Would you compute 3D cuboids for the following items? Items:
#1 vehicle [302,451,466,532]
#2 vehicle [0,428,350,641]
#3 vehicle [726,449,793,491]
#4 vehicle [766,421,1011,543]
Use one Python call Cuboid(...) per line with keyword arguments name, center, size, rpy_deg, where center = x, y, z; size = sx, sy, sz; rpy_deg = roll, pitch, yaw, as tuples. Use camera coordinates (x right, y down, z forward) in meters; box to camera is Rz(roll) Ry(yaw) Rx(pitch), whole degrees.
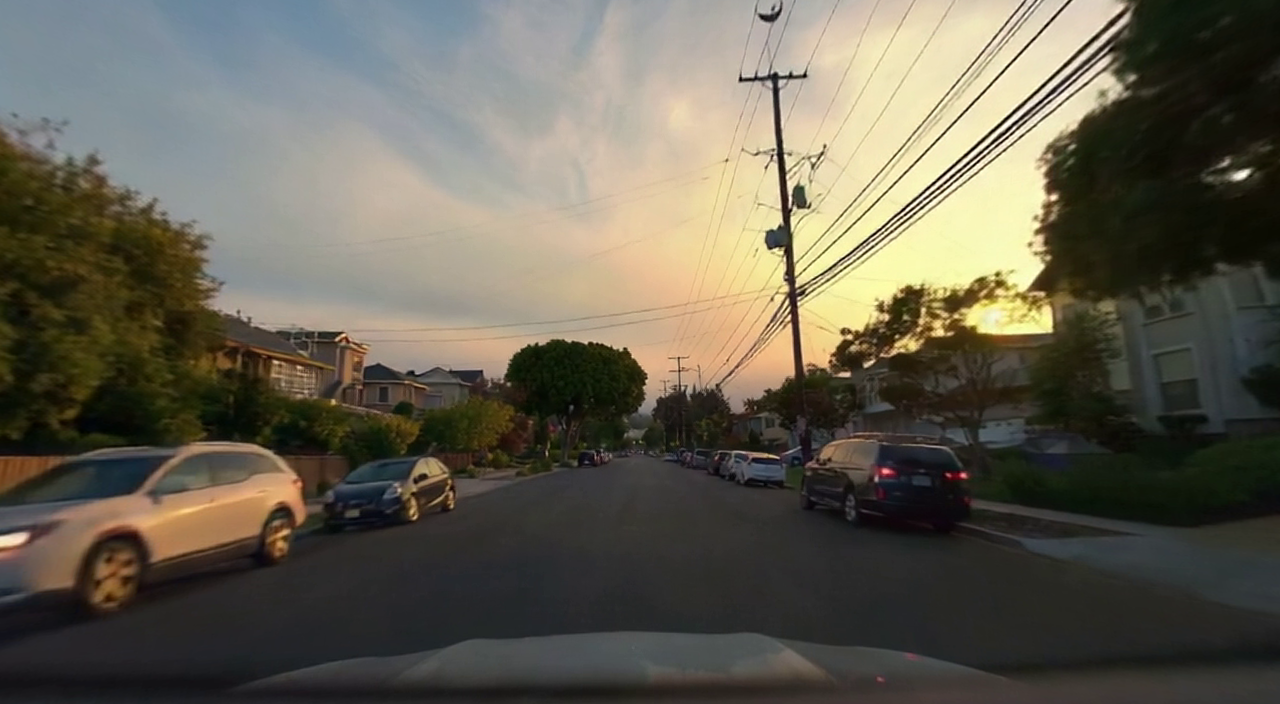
Cuboid(name="vehicle", center=(-5.443, 2.978, 14.144), size=(1.856, 1.499, 4.216), rpy_deg=(0, -9, 1))
Cuboid(name="vehicle", center=(-5.408, 1.783, 7.327), size=(1.971, 1.648, 4.638), rpy_deg=(0, -9, -2))
Cuboid(name="vehicle", center=(4.684, 4.678, 25.449), size=(1.859, 1.469, 4.550), rpy_deg=(0, -9, 0))
Cuboid(name="vehicle", center=(4.538, 2.502, 13.052), size=(2.462, 1.894, 6.076), rpy_deg=(0, -9, -1))
